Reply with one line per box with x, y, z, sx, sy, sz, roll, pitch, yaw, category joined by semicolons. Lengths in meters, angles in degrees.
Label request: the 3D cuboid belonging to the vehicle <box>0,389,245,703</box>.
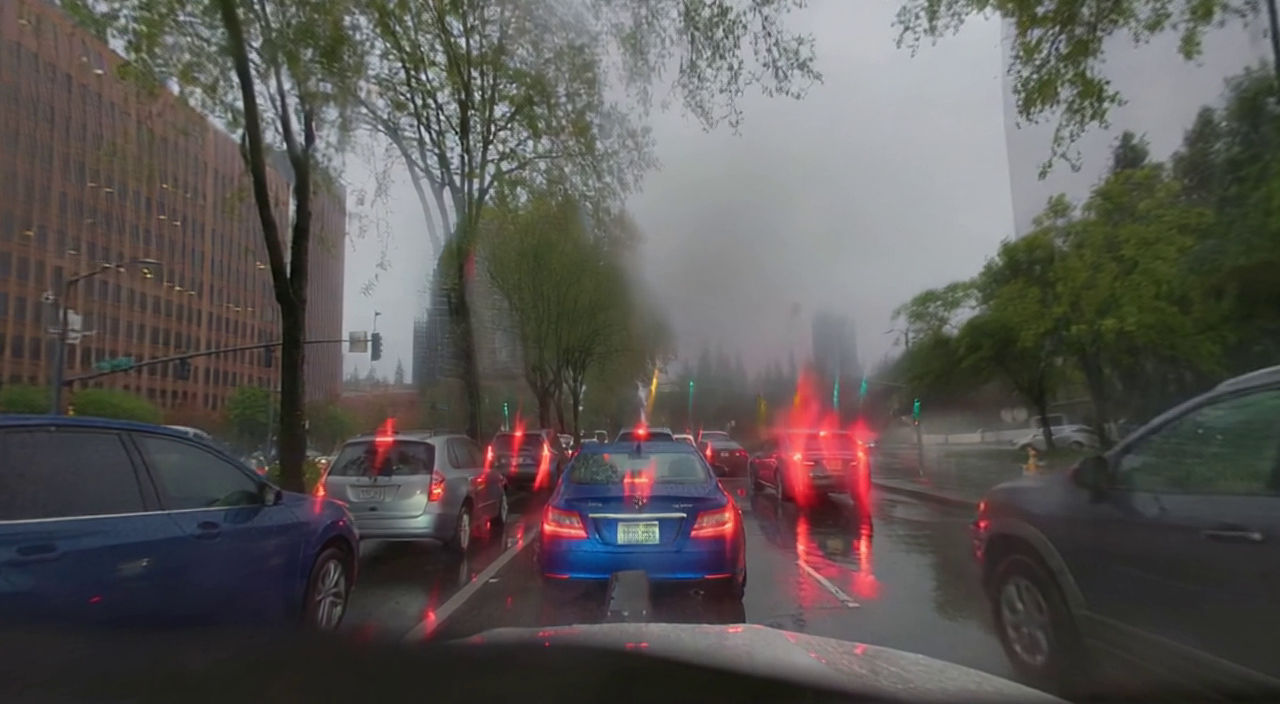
-3.392;0.747;1.241;2.144;1.505;4.635;-1;-9;1;vehicle

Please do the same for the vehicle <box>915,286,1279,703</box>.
3.055;0.737;2.281;2.108;1.785;4.334;0;-9;0;vehicle

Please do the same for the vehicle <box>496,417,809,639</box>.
0.082;1.511;6.387;2.147;1.507;3.953;0;-8;0;vehicle

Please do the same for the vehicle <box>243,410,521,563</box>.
-3.374;1.872;9.501;2.168;1.719;4.561;-1;-9;1;vehicle
